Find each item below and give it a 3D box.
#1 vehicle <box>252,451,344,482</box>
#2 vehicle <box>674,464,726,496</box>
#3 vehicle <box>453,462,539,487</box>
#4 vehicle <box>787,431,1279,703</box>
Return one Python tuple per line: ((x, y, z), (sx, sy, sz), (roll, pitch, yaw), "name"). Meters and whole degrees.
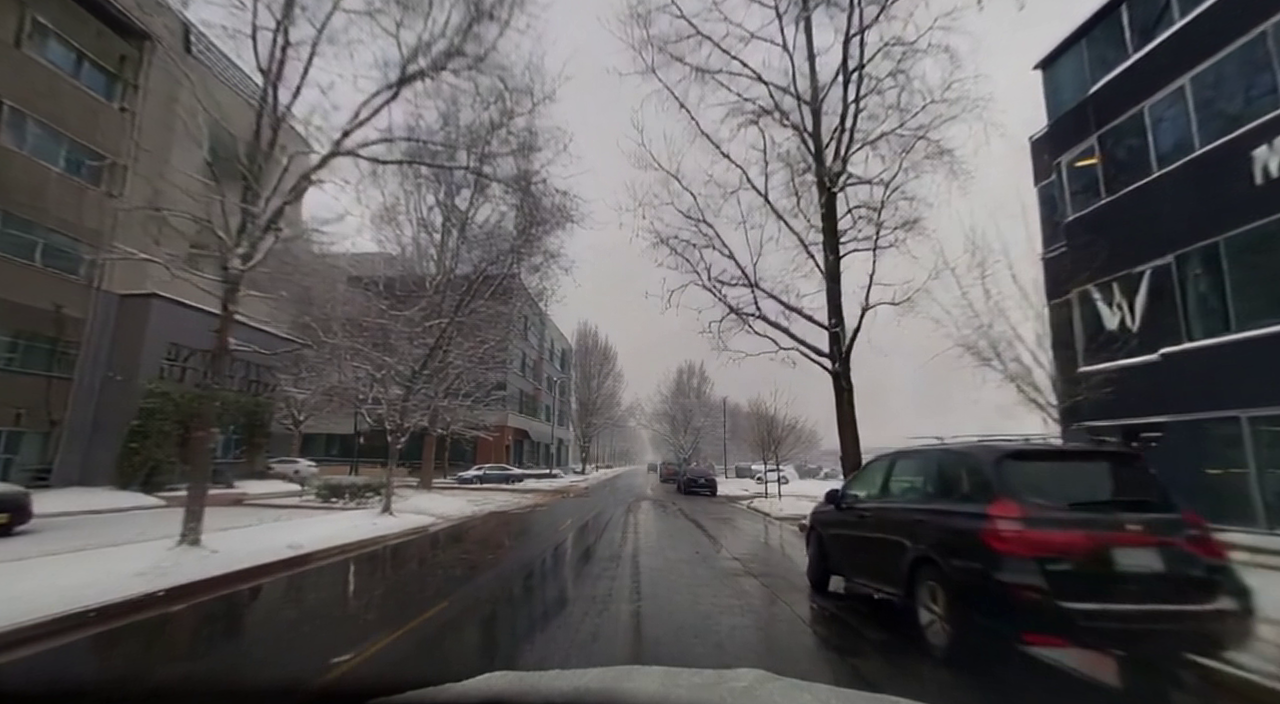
((-19.759, 6.663, 36.549), (4.118, 1.482, 1.889), (2, -12, 2), "vehicle")
((2.872, 6.280, 31.119), (2.073, 1.434, 3.899), (1, -11, -2), "vehicle")
((-8.904, 7.604, 39.106), (4.770, 1.448, 1.983), (9, -13, -38), "vehicle")
((2.834, 1.689, 5.721), (1.962, 1.627, 4.371), (2, -10, 0), "vehicle")
